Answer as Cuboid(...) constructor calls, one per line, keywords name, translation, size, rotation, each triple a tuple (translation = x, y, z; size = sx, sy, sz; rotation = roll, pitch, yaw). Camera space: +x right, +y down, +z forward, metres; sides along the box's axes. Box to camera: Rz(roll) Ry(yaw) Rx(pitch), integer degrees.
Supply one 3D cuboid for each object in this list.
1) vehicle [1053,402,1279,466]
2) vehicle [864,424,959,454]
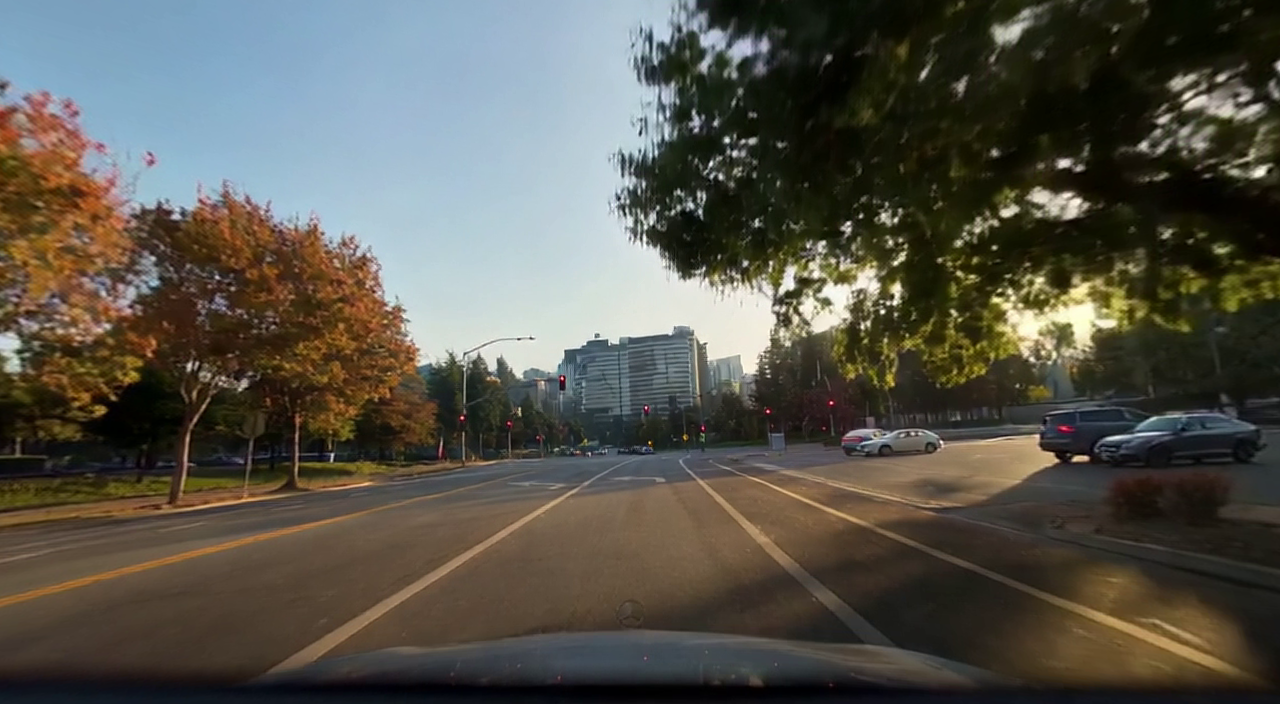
Cuboid(name="vehicle", translation=(13.598, 2.128, 16.331), size=(4.343, 1.500, 2.011), rotation=(0, -8, 0))
Cuboid(name="vehicle", translation=(14.285, 4.622, 33.344), size=(4.167, 1.476, 1.871), rotation=(-1, -8, 1))
